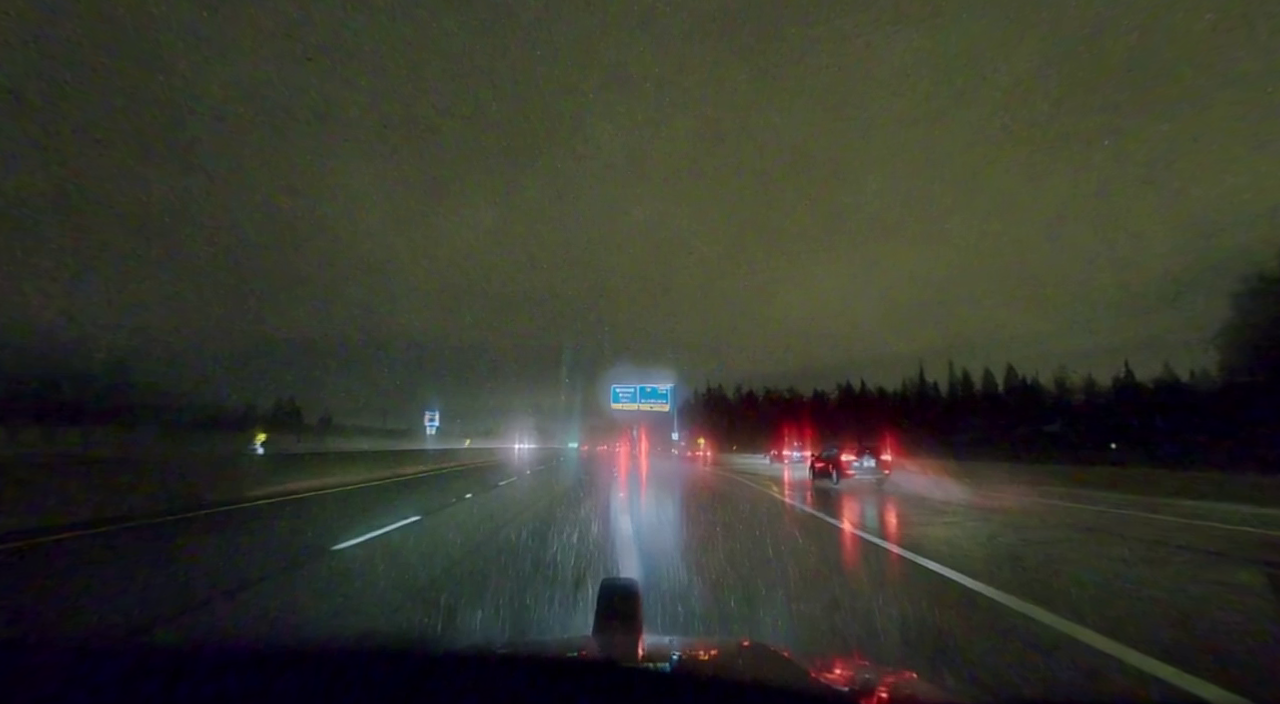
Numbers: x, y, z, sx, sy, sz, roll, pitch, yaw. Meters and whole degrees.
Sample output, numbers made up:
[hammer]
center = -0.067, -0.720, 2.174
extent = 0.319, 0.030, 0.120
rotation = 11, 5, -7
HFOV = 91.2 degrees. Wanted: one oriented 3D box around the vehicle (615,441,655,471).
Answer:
[vehicle]
center = -0.249, 5.598, 33.903
extent = 2.055, 1.509, 4.255
rotation = 0, -9, 0
